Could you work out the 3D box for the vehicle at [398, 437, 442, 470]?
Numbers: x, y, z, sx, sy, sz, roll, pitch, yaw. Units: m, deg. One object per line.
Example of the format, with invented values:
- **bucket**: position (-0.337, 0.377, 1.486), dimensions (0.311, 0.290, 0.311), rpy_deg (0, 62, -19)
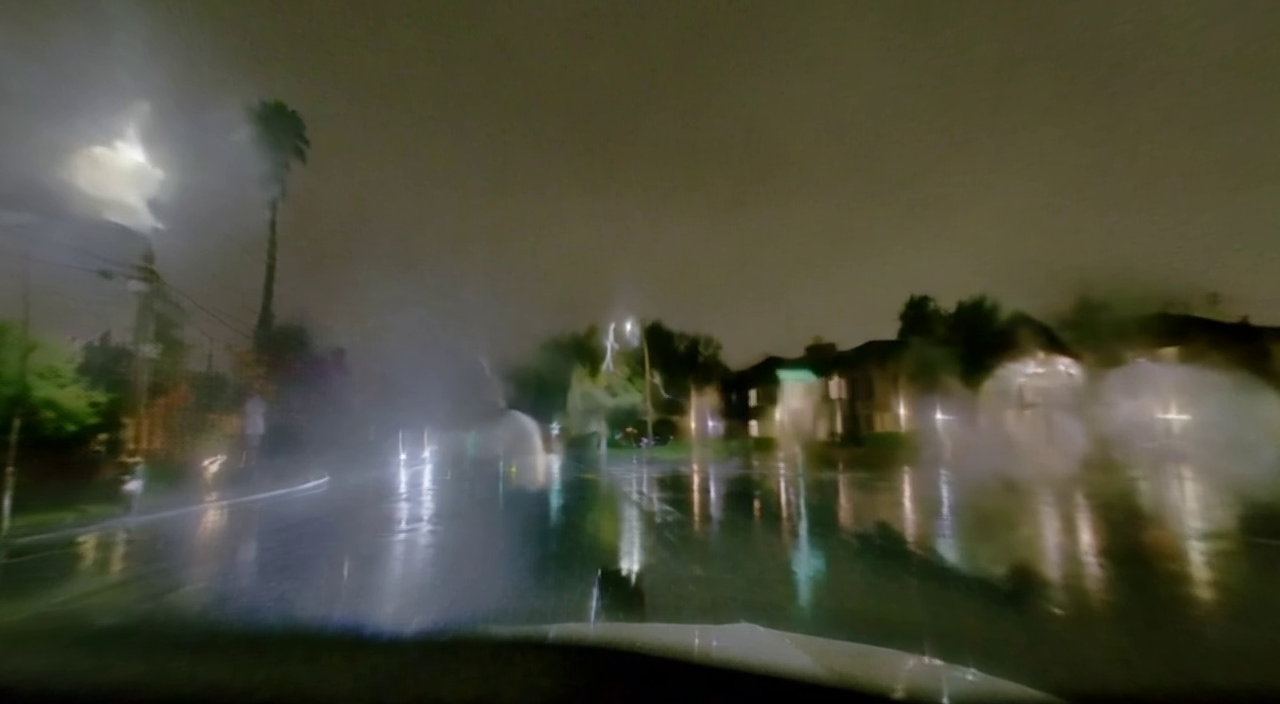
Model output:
- **vehicle**: position (-13.346, 6.170, 38.581), dimensions (2.247, 1.801, 4.672), rpy_deg (2, -9, -16)
